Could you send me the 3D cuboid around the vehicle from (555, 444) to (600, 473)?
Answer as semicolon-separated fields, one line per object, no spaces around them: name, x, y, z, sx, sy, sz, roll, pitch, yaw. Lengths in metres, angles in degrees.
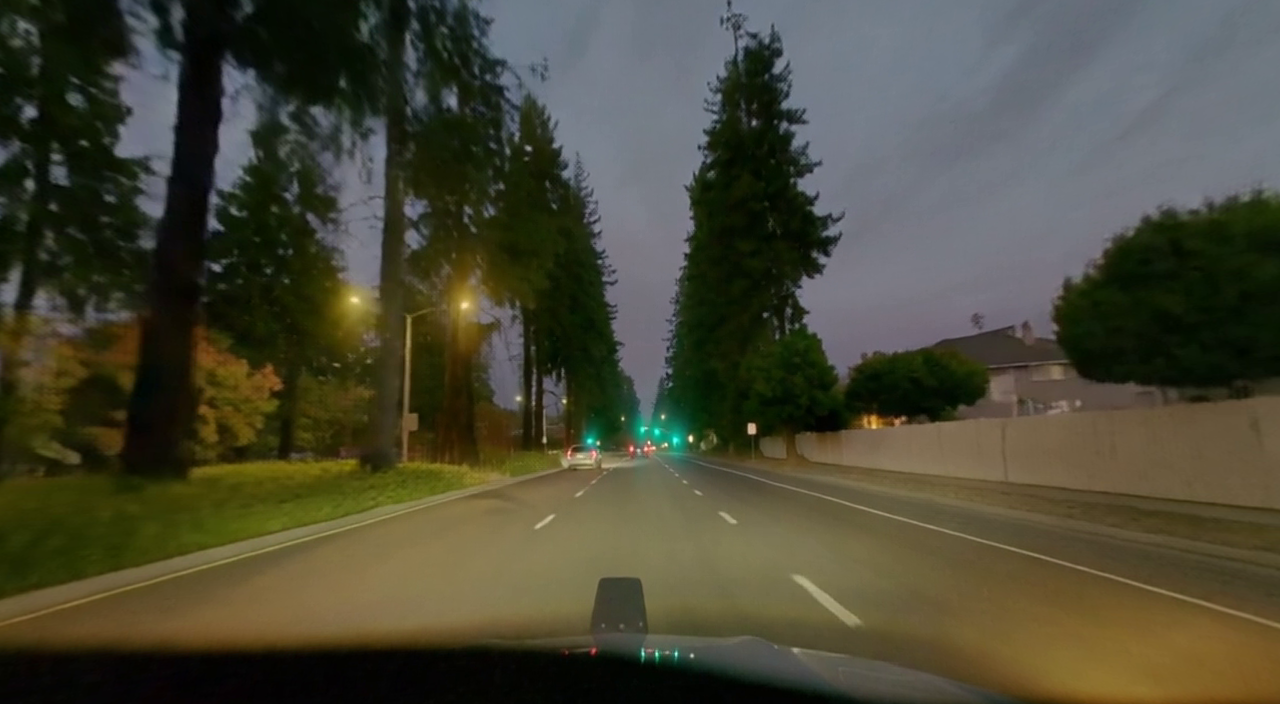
vehicle;-3.391;5.852;34.931;2.021;1.466;4.330;0;-9;1
